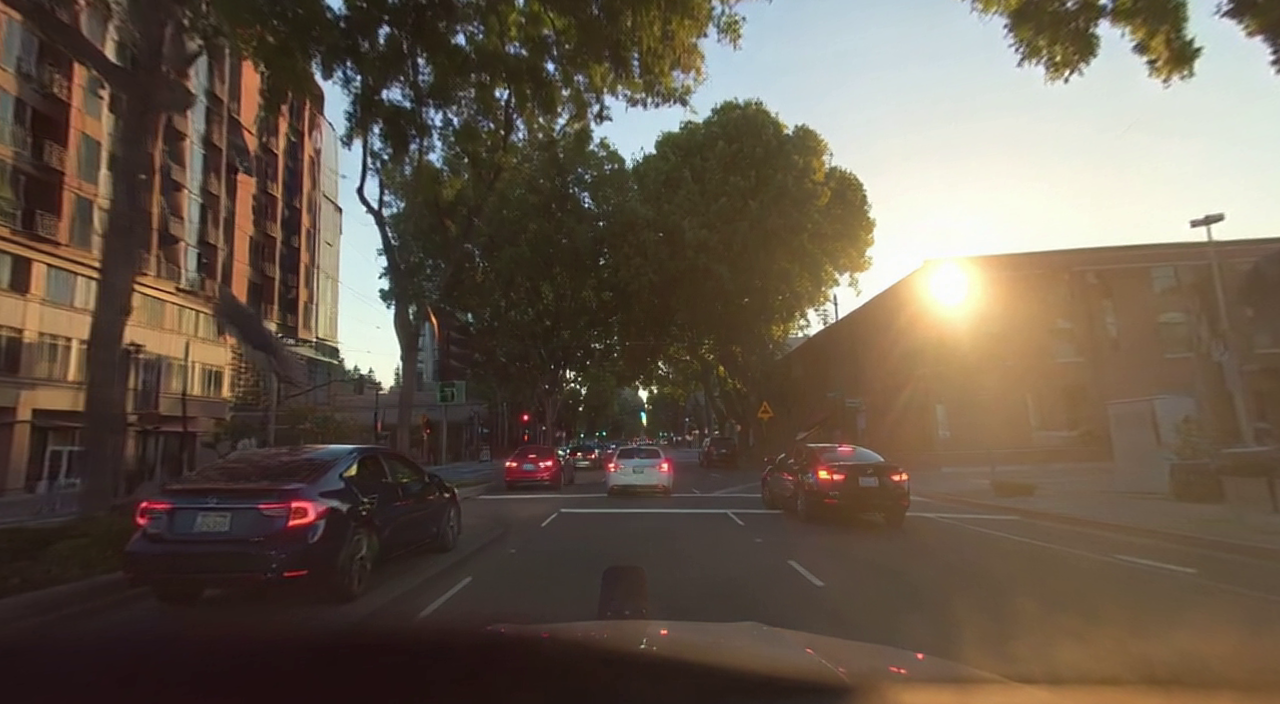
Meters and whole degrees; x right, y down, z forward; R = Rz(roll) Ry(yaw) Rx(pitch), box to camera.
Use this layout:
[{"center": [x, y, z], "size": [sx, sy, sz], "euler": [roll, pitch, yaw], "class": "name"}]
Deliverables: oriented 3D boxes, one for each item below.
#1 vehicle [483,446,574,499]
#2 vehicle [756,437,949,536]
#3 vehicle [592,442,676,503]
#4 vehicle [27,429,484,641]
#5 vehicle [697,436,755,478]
[{"center": [-3.354, 3.686, 19.804], "size": [2.002, 1.465, 4.098], "euler": [0, -8, 2], "class": "vehicle"}, {"center": [3.681, 2.397, 11.943], "size": [1.990, 1.486, 4.431], "euler": [0, -8, -2], "class": "vehicle"}, {"center": [-0.190, 3.306, 17.760], "size": [2.101, 1.480, 3.929], "euler": [0, -8, -1], "class": "vehicle"}, {"center": [-3.294, 1.633, 6.733], "size": [2.038, 1.481, 4.379], "euler": [0, -8, 1], "class": "vehicle"}, {"center": [4.244, 5.285, 32.038], "size": [2.142, 1.957, 5.443], "euler": [0, -8, 0], "class": "vehicle"}]
